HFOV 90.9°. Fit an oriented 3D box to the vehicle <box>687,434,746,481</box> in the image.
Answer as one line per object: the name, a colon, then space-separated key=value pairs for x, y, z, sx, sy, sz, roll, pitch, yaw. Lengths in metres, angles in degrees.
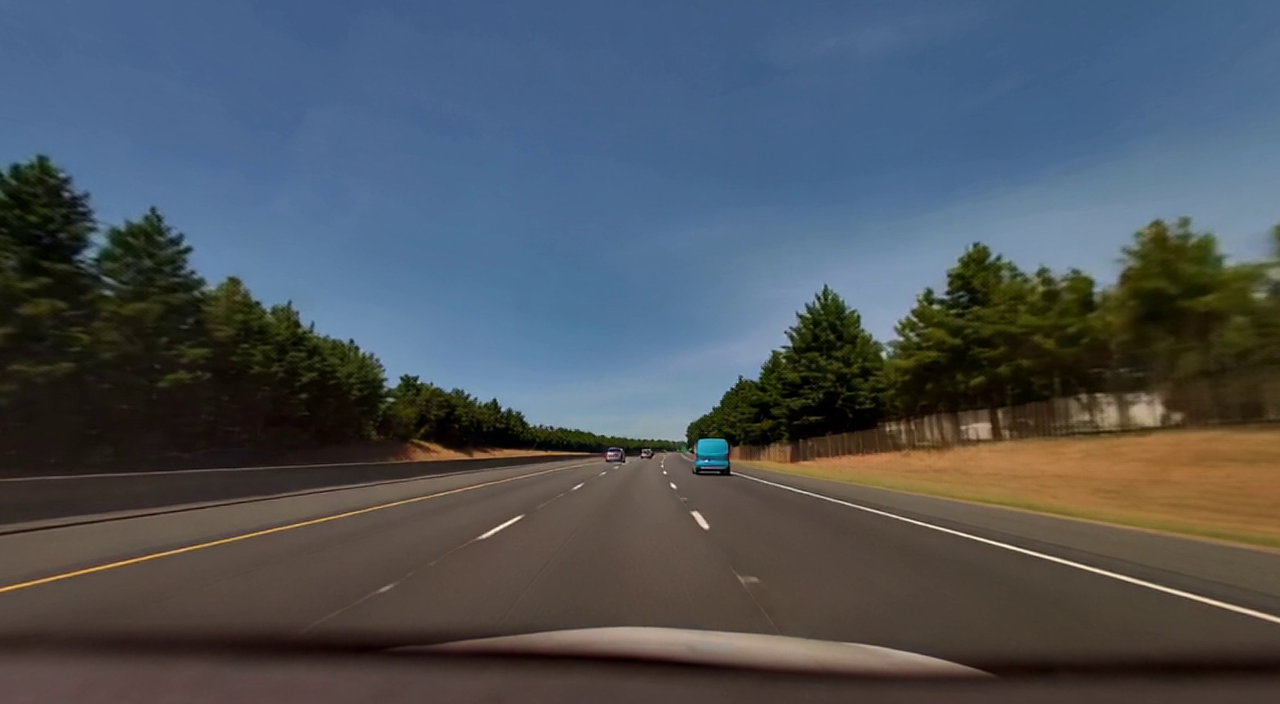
vehicle: x=3.502 y=4.974 z=29.801 sx=2.219 sy=2.033 sz=4.911 roll=0 pitch=-9 yaw=1
